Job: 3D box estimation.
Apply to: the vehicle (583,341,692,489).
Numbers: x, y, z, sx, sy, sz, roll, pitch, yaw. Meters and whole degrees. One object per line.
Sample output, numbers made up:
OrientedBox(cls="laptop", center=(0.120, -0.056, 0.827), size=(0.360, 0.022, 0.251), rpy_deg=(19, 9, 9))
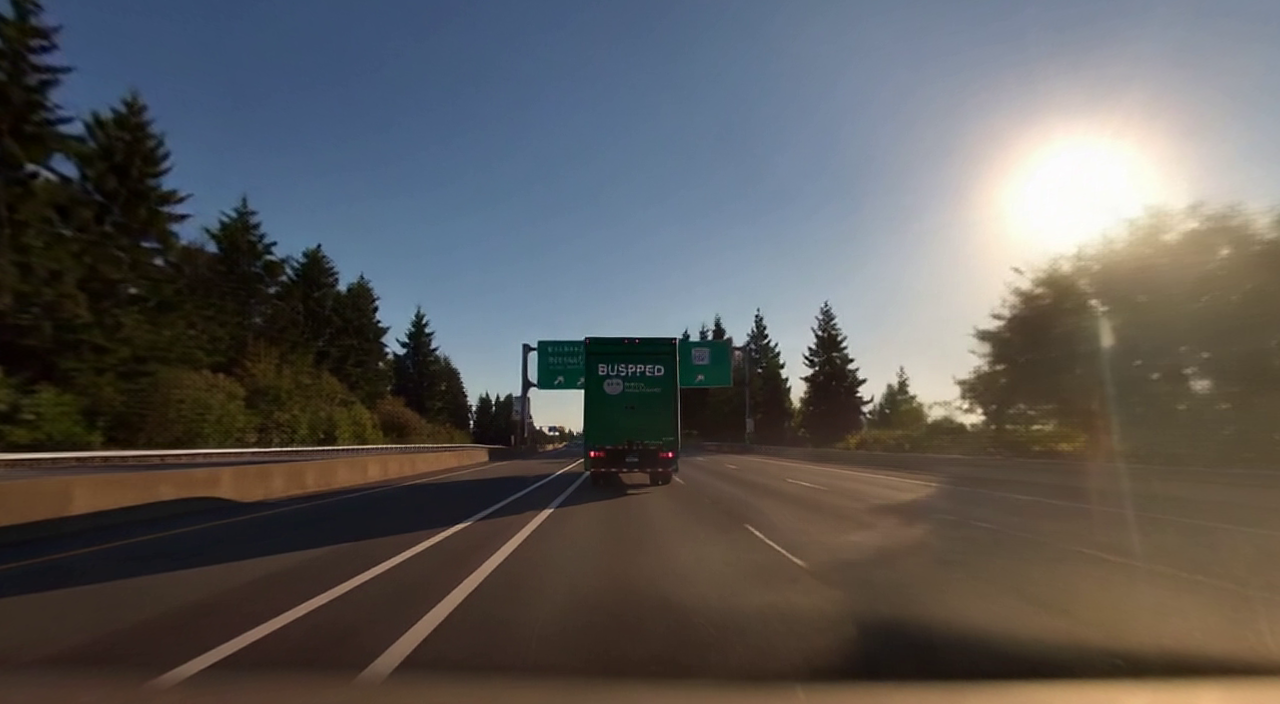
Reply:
OrientedBox(cls="vehicle", center=(-0.221, 2.250, 21.070), size=(2.870, 3.911, 8.697), rpy_deg=(0, -8, -2))
